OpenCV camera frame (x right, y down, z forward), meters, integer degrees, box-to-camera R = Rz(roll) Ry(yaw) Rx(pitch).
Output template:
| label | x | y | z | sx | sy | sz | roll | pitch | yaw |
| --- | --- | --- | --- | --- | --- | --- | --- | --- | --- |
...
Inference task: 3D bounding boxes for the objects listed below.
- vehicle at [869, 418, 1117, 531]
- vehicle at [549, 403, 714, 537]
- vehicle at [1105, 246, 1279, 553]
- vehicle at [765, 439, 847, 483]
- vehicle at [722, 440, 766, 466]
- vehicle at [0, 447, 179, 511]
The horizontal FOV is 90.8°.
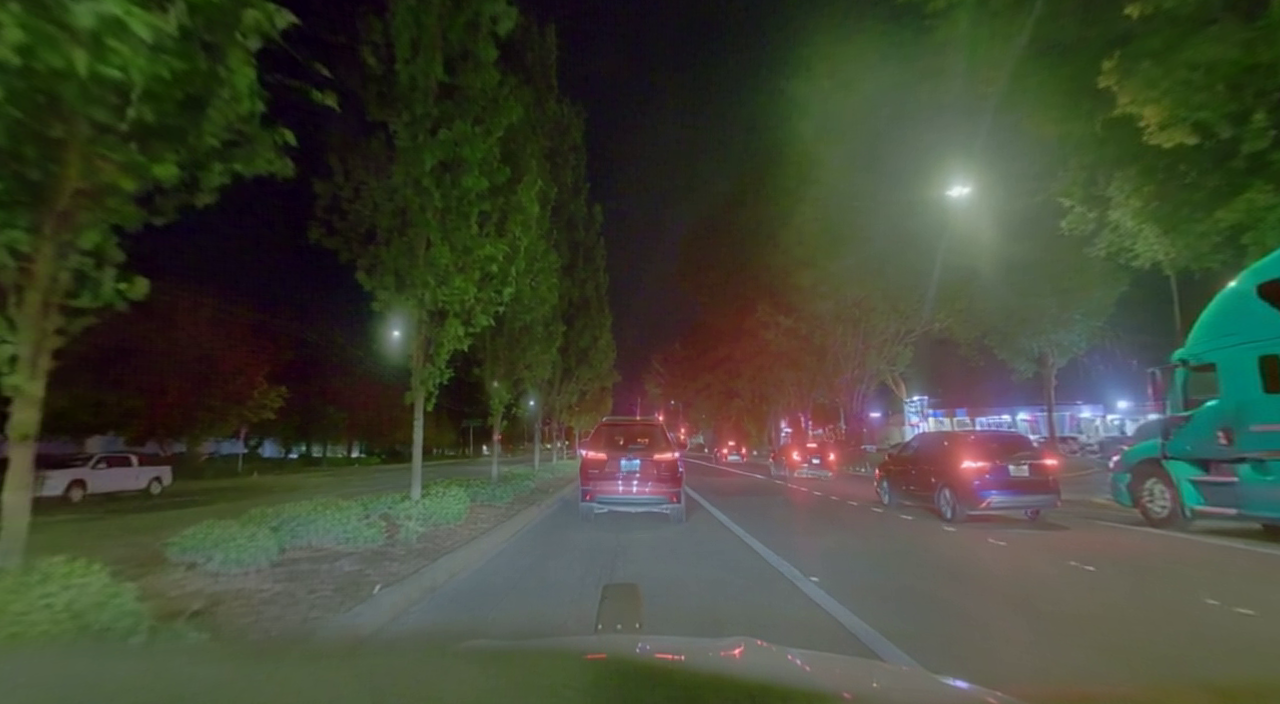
| label | x | y | z | sx | sy | sz | roll | pitch | yaw |
| --- | --- | --- | --- | --- | --- | --- | --- | --- | --- |
| vehicle | 6.199 | 2.205 | 11.899 | 2.056 | 1.703 | 4.428 | 0 | -9 | -1 |
| vehicle | -0.145 | 1.984 | 11.123 | 2.320 | 1.880 | 4.192 | 0 | -9 | -1 |
| vehicle | 9.991 | 0.430 | 7.066 | 3.030 | 4.019 | 8.420 | 0 | -9 | 0 |
| vehicle | 6.432 | 4.273 | 25.072 | 2.035 | 1.553 | 4.465 | 0 | -9 | 0 |
| vehicle | 6.543 | 6.382 | 40.158 | 1.914 | 1.523 | 4.287 | 0 | -9 | -1 |
| vehicle | -19.273 | 4.287 | 22.056 | 2.302 | 1.939 | 5.221 | 0 | -9 | 1 |
